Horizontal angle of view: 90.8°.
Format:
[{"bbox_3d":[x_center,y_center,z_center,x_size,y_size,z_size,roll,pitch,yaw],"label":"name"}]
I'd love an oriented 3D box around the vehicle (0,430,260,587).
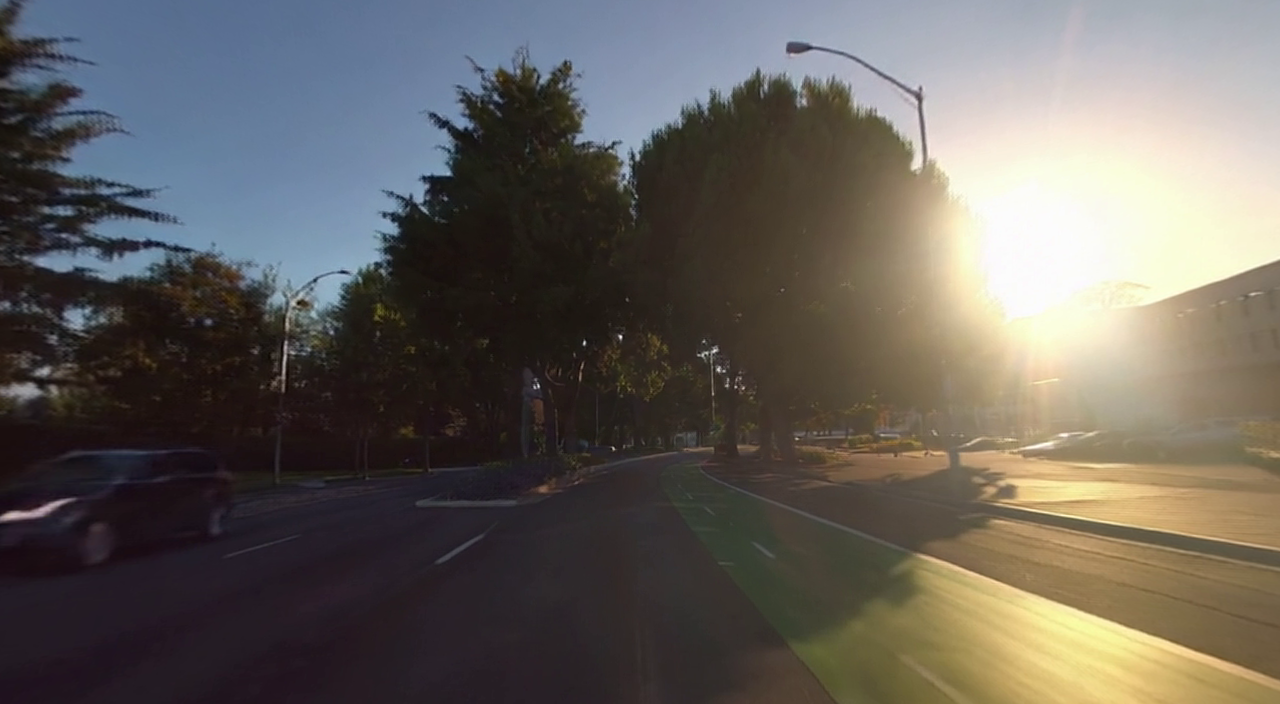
[{"bbox_3d":[-8.156,2.122,9.465,2.065,1.744,4.566,0,-9,0],"label":"vehicle"}]
